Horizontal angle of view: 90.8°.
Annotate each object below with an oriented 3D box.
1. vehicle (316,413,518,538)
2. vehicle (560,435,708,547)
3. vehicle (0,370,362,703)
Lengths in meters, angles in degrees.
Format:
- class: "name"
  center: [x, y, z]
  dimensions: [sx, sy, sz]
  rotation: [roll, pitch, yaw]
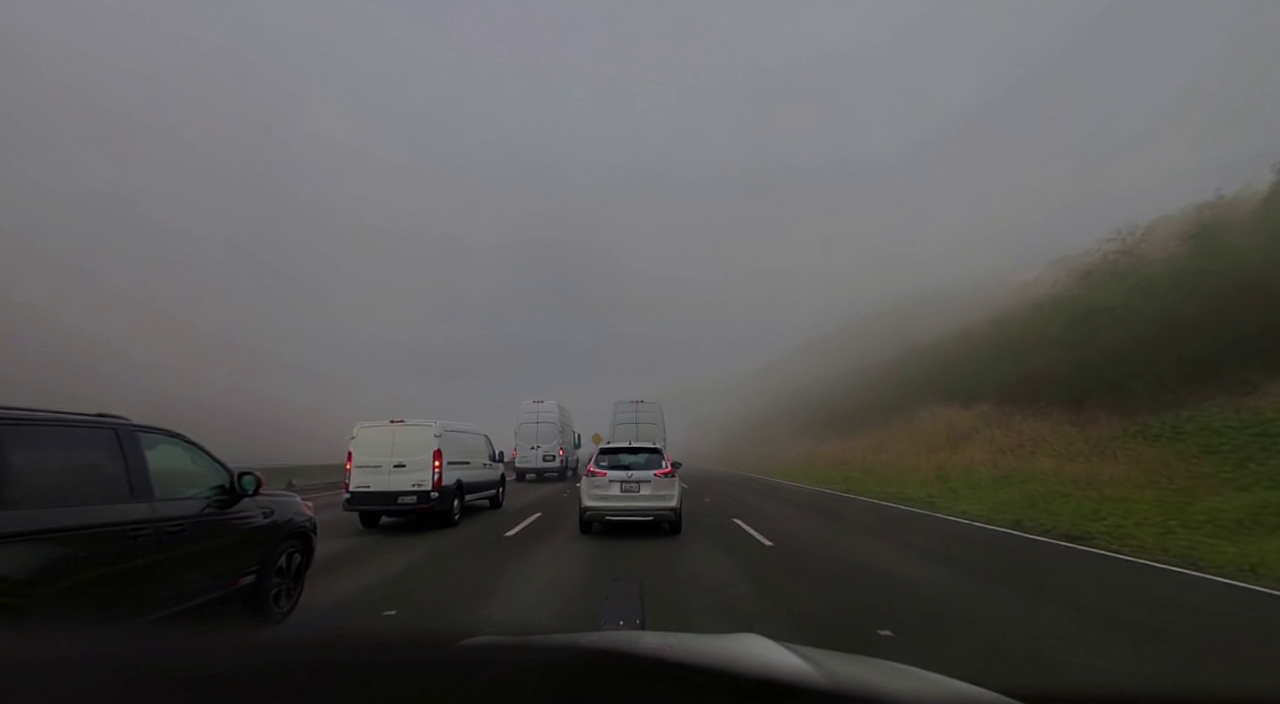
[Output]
- class: "vehicle"
  center: [-3.937, 2.289, 12.202]
  dimensions: [2.055, 1.913, 4.584]
  rotation: [-1, -9, 2]
- class: "vehicle"
  center: [-0.080, 2.155, 10.314]
  dimensions: [1.995, 1.495, 3.380]
  rotation: [0, -9, 0]
- class: "vehicle"
  center: [-3.660, 1.088, 3.699]
  dimensions: [2.029, 1.656, 4.437]
  rotation: [0, -9, 0]
